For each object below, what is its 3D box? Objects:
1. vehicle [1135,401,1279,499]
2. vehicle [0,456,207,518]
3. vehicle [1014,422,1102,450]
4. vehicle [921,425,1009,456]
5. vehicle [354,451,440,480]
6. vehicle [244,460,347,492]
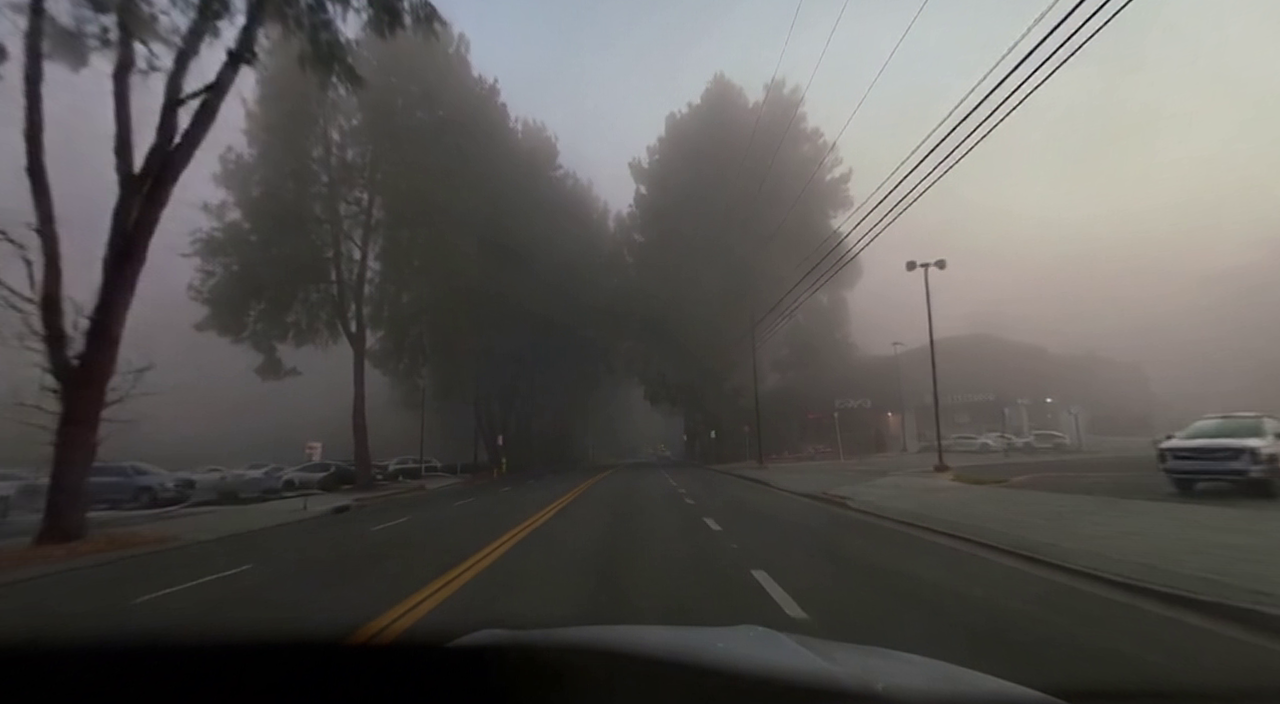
[{"bbox_3d":[11.204,1.812,11.828,4.587,1.504,1.928,7,-11,-39],"label":"vehicle"},{"bbox_3d":[-16.289,4.061,19.295,4.650,1.700,1.915,0,-9,-2],"label":"vehicle"},{"bbox_3d":[32.342,6.524,48.960,5.318,1.849,2.058,-2,-9,-3],"label":"vehicle"},{"bbox_3d":[25.168,6.878,49.041,5.444,1.901,2.250,-4,-9,-3],"label":"vehicle"},{"bbox_3d":[-15.215,7.131,39.708,4.579,1.701,2.033,-1,-9,1],"label":"vehicle"},{"bbox_3d":[-15.987,5.755,29.439,3.771,1.404,1.639,0,-9,-2],"label":"vehicle"}]
